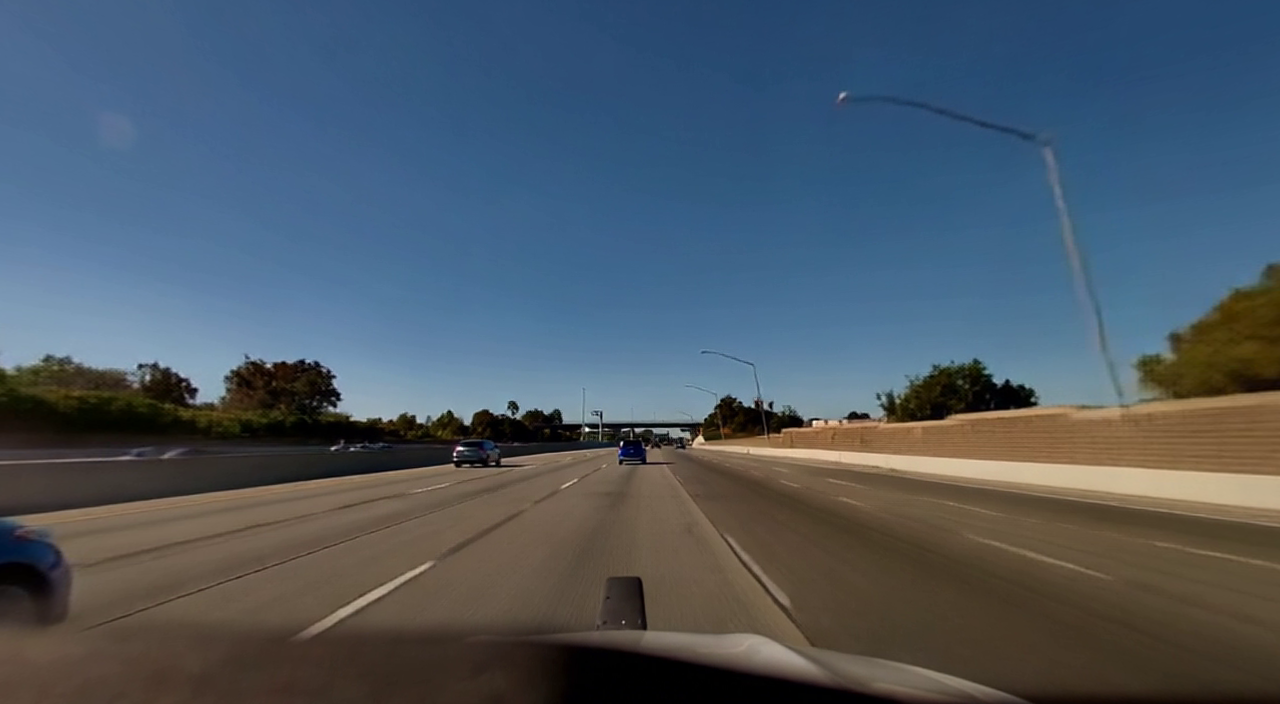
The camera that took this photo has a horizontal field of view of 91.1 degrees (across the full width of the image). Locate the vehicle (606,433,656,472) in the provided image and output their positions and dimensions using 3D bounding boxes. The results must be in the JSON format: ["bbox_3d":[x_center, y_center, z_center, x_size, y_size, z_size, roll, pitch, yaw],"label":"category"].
[{"bbox_3d":[-0.337,4.715,29.595,2.155,1.690,4.318,0,-8,1],"label":"vehicle"}]

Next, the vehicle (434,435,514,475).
[{"bbox_3d":[-6.925,4.353,26.680,1.994,1.519,4.668,0,-9,2],"label":"vehicle"}]
